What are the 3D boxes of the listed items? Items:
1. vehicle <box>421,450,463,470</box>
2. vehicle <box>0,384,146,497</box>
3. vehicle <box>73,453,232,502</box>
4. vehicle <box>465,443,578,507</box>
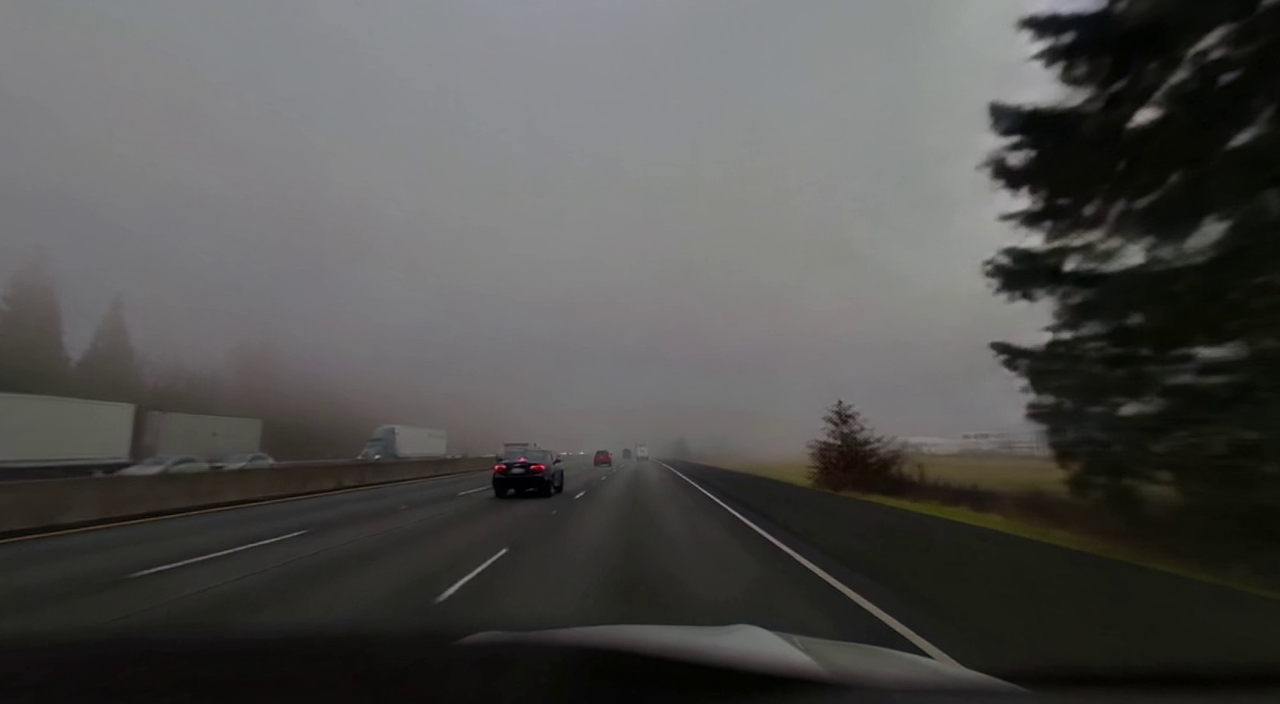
[{"bbox_3d":[-15.481,8.426,49.472,1.904,1.501,4.158,0,-9,0],"label":"vehicle"},{"bbox_3d":[-23.424,3.191,22.661,3.037,3.822,10.142,0,-9,0],"label":"vehicle"},{"bbox_3d":[-15.464,3.960,20.364,1.836,1.395,4.120,0,-9,0],"label":"vehicle"},{"bbox_3d":[-3.000,3.235,17.018,2.110,1.500,4.259,0,-9,1],"label":"vehicle"}]
